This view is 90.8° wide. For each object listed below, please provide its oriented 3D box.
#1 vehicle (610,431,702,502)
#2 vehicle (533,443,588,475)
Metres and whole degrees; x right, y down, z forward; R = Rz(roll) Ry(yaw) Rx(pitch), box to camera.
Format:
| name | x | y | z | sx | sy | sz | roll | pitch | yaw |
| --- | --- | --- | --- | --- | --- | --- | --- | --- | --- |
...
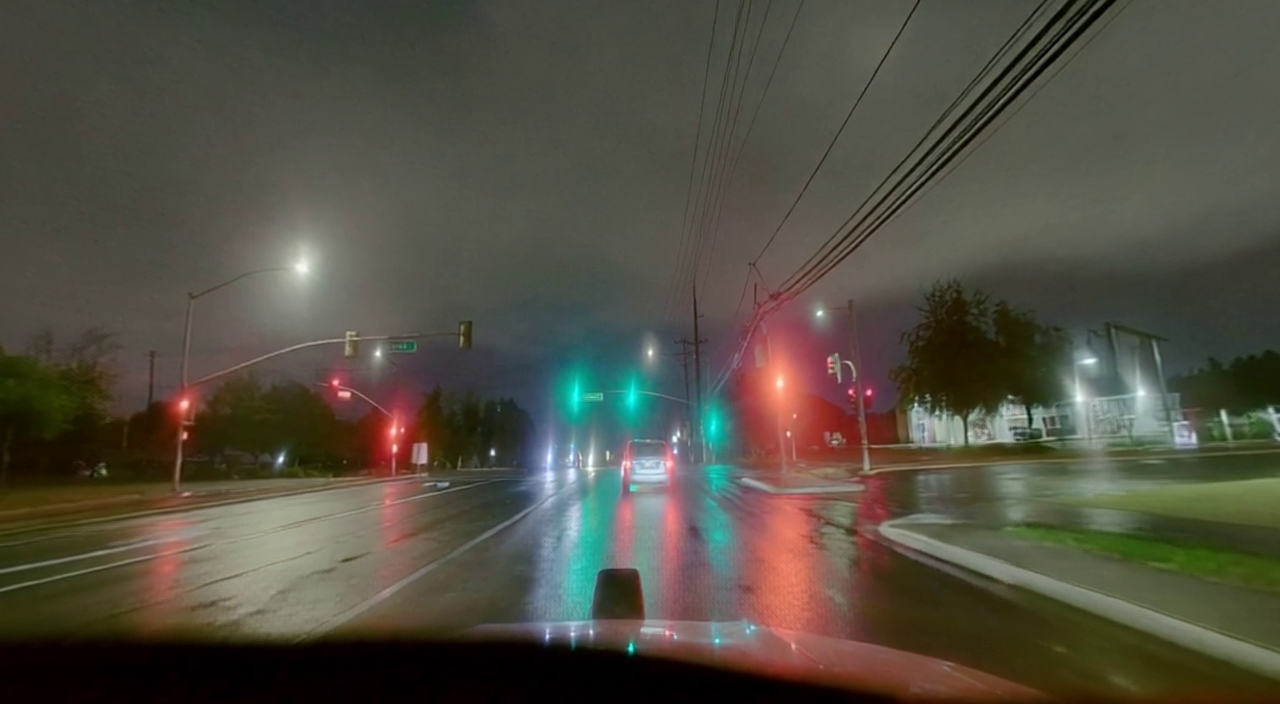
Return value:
| name | x | y | z | sx | sy | sz | roll | pitch | yaw |
| --- | --- | --- | --- | --- | --- | --- | --- | --- | --- |
| vehicle | 0.370 | 2.974 | 16.810 | 2.156 | 1.636 | 3.923 | 0 | -9 | 0 |
| vehicle | -3.871 | 5.287 | 31.536 | 2.153 | 1.474 | 4.284 | 0 | -9 | 1 |
